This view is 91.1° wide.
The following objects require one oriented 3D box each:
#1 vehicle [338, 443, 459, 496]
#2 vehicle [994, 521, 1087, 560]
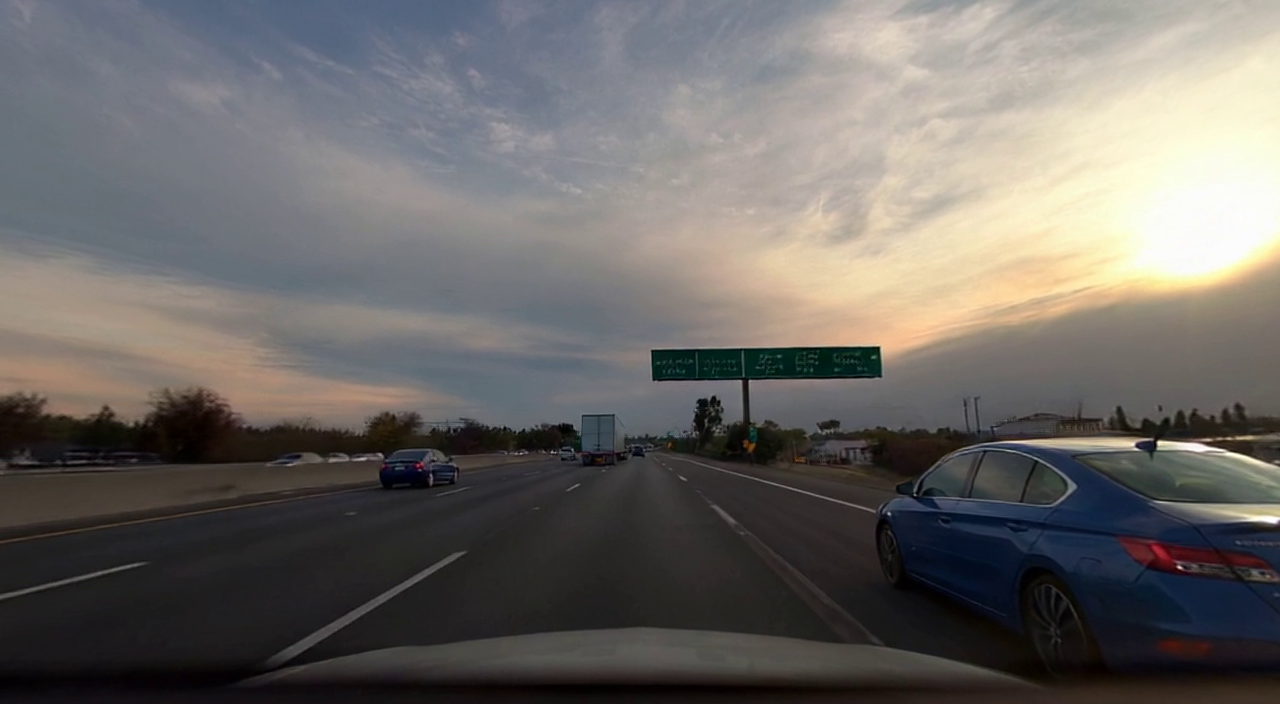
[{"bbox_3d":[-7.415,3.636,19.875,1.901,1.467,4.629,0,-8,1],"label":"vehicle"},{"bbox_3d":[24.061,11.353,37.998,2.126,1.475,4.971,0,-8,-4],"label":"vehicle"}]
